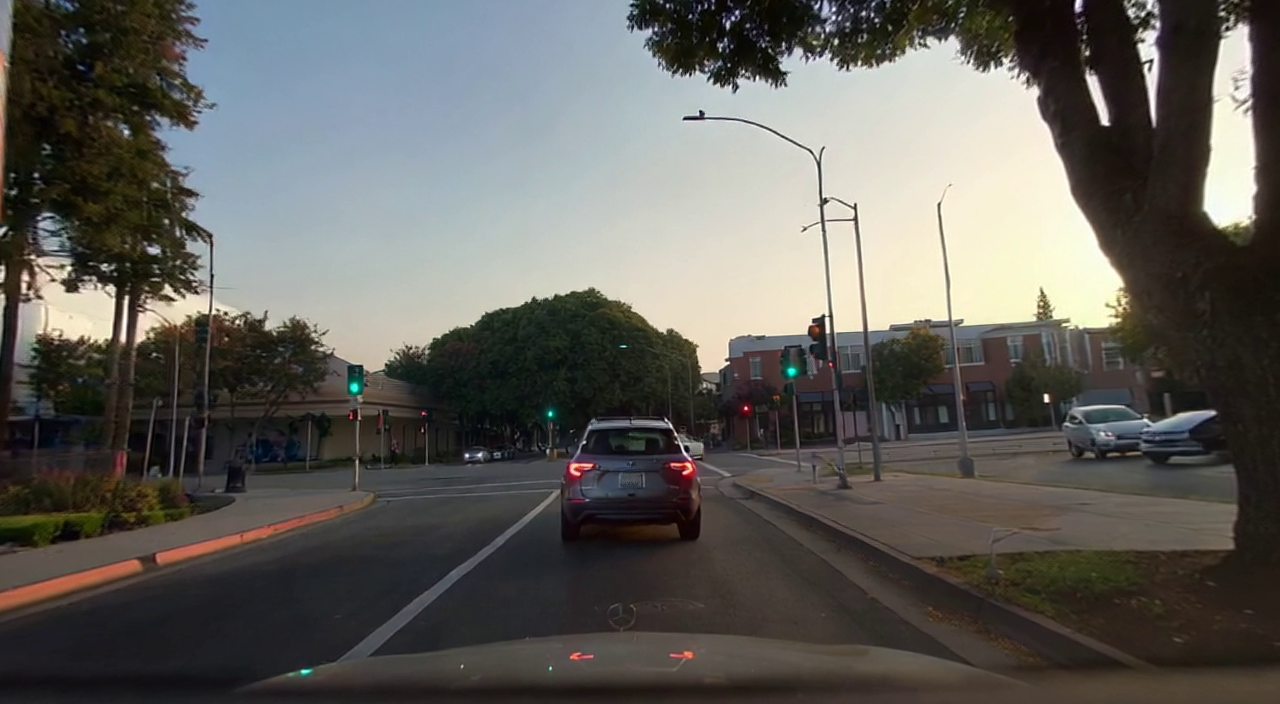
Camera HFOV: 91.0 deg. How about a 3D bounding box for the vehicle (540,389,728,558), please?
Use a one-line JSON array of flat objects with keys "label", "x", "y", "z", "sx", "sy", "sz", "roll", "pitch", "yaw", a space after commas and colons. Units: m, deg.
[{"label": "vehicle", "x": -0.082, "y": 1.656, "z": 9.181, "sx": 2.142, "sy": 1.904, "sz": 3.816, "roll": 0, "pitch": -8, "yaw": 0}]
